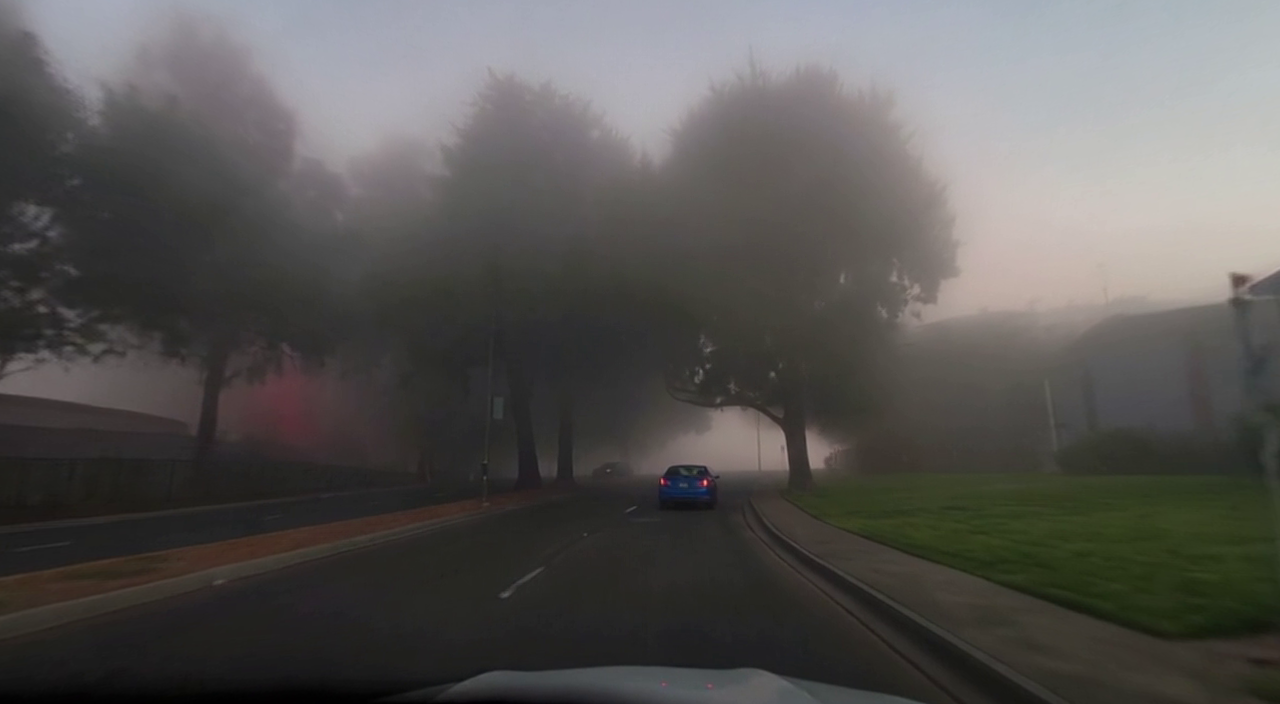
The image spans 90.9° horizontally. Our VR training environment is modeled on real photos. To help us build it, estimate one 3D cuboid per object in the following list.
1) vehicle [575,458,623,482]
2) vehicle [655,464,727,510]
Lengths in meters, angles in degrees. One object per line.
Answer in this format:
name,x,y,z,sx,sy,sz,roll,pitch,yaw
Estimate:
vehicle,-2.647,7.877,42.068,1.870,1.518,4.390,-2,-11,15
vehicle,1.790,4.307,20.438,1.972,1.250,5.282,-1,-11,8
